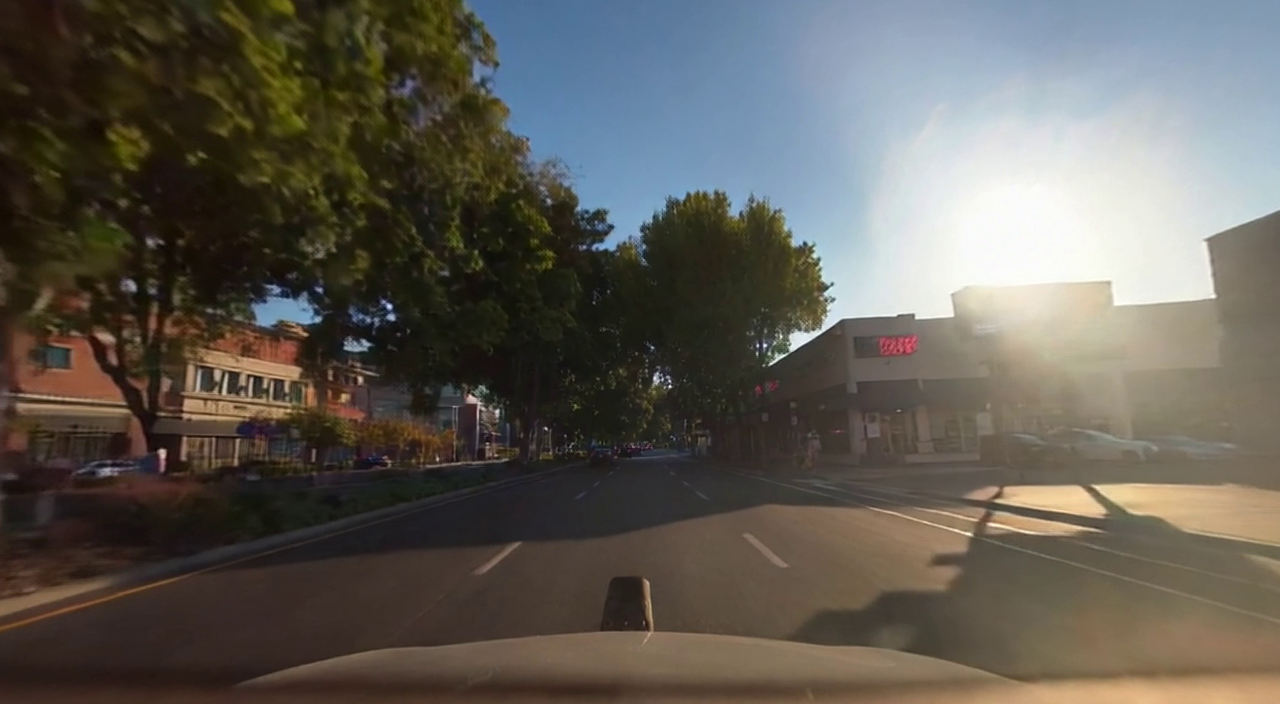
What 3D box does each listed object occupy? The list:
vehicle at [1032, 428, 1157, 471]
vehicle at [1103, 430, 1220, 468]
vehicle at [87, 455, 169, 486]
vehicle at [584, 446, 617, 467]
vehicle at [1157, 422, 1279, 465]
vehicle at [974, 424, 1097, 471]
[{"bbox_3d":[19.617,4.212,27.502,2.074,1.607,4.465,-2,-8,-1],"label":"vehicle"},{"bbox_3d":[22.487,4.187,27.392,1.828,1.450,3.730,-2,-8,0],"label":"vehicle"},{"bbox_3d":[-31.456,7.269,38.912,1.830,1.663,4.166,0,-9,-6],"label":"vehicle"},{"bbox_3d":[-2.809,7.576,45.927,2.082,1.460,4.442,-1,-9,1],"label":"vehicle"},{"bbox_3d":[25.387,3.993,27.446,2.024,1.683,4.322,0,-9,0],"label":"vehicle"},{"bbox_3d":[16.966,4.139,27.410,2.038,1.827,4.870,0,-9,-2],"label":"vehicle"}]
